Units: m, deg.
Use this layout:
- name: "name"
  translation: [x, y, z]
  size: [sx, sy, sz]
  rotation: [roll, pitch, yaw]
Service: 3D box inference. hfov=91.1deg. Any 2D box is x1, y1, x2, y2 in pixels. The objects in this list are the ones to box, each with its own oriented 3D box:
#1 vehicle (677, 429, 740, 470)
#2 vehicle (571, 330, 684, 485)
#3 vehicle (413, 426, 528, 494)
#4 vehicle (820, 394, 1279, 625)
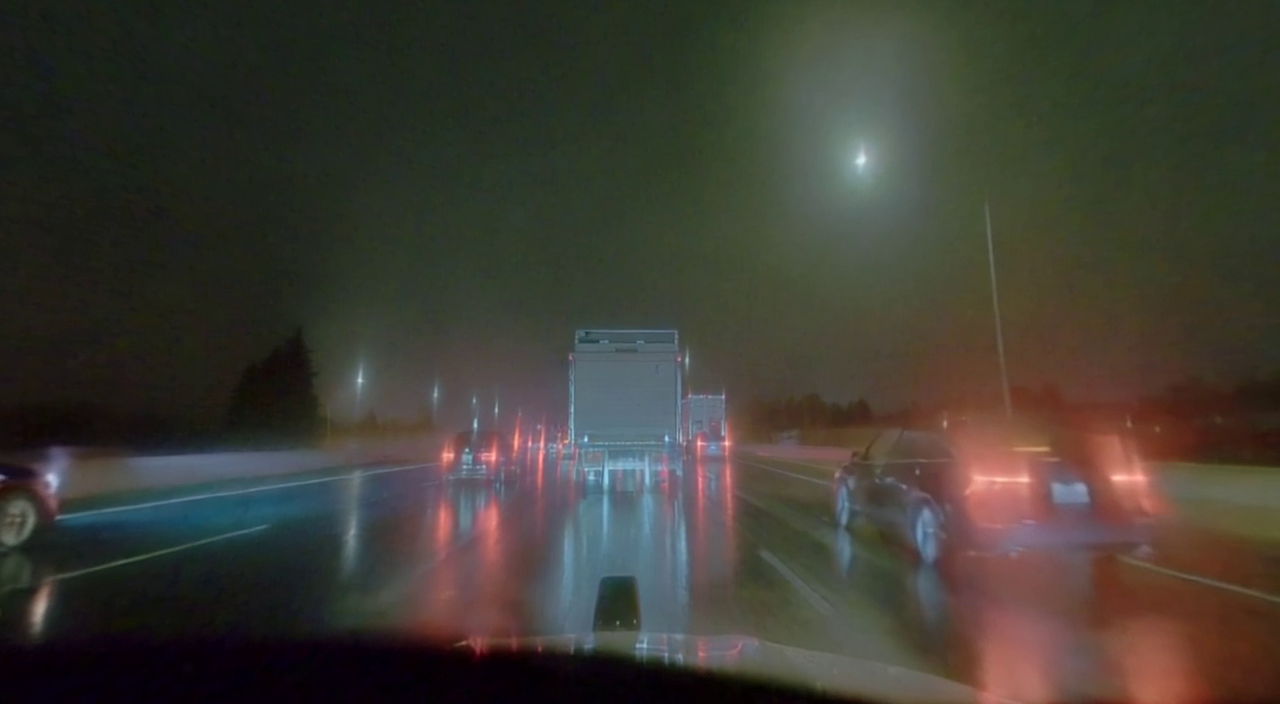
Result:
- name: "vehicle"
  translation: [2.708, 3.968, 25.831]
  size: [1.976, 1.513, 4.065]
  rotation: [0, -8, -2]
- name: "vehicle"
  translation: [-0.505, 2.086, 21.430]
  size: [2.938, 4.033, 9.980]
  rotation: [0, -8, -2]
- name: "vehicle"
  translation: [-4.123, 2.670, 15.945]
  size: [1.882, 1.493, 3.828]
  rotation: [0, -8, -1]
- name: "vehicle"
  translation: [3.458, 1.333, 6.353]
  size: [1.945, 1.529, 4.129]
  rotation: [0, -8, -2]
